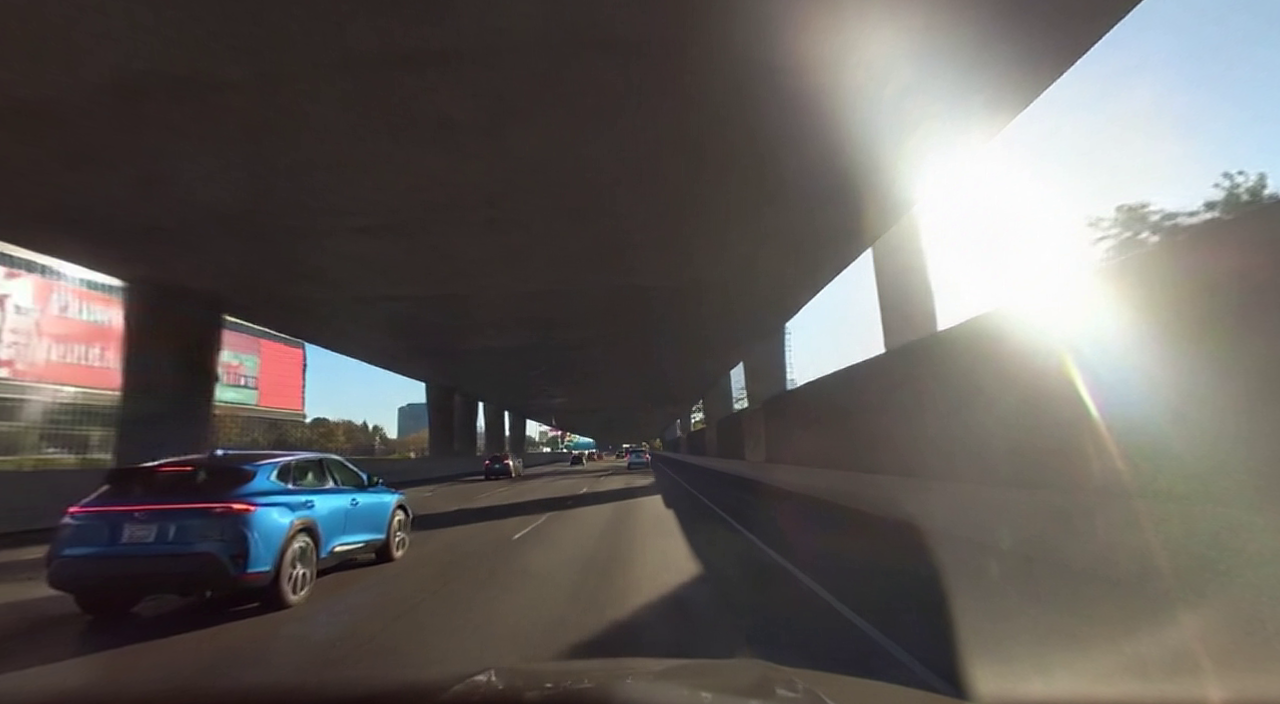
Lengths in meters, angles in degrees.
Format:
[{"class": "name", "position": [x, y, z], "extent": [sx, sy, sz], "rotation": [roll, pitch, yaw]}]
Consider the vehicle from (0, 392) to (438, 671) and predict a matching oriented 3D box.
[{"class": "vehicle", "position": [-3.825, 1.464, 6.264], "extent": [2.059, 1.725, 4.521], "rotation": [0, -9, 1]}]

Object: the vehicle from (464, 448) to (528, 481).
[{"class": "vehicle", "position": [-7.154, 5.622, 31.805], "extent": [1.998, 1.542, 4.953], "rotation": [0, -9, 1]}]
